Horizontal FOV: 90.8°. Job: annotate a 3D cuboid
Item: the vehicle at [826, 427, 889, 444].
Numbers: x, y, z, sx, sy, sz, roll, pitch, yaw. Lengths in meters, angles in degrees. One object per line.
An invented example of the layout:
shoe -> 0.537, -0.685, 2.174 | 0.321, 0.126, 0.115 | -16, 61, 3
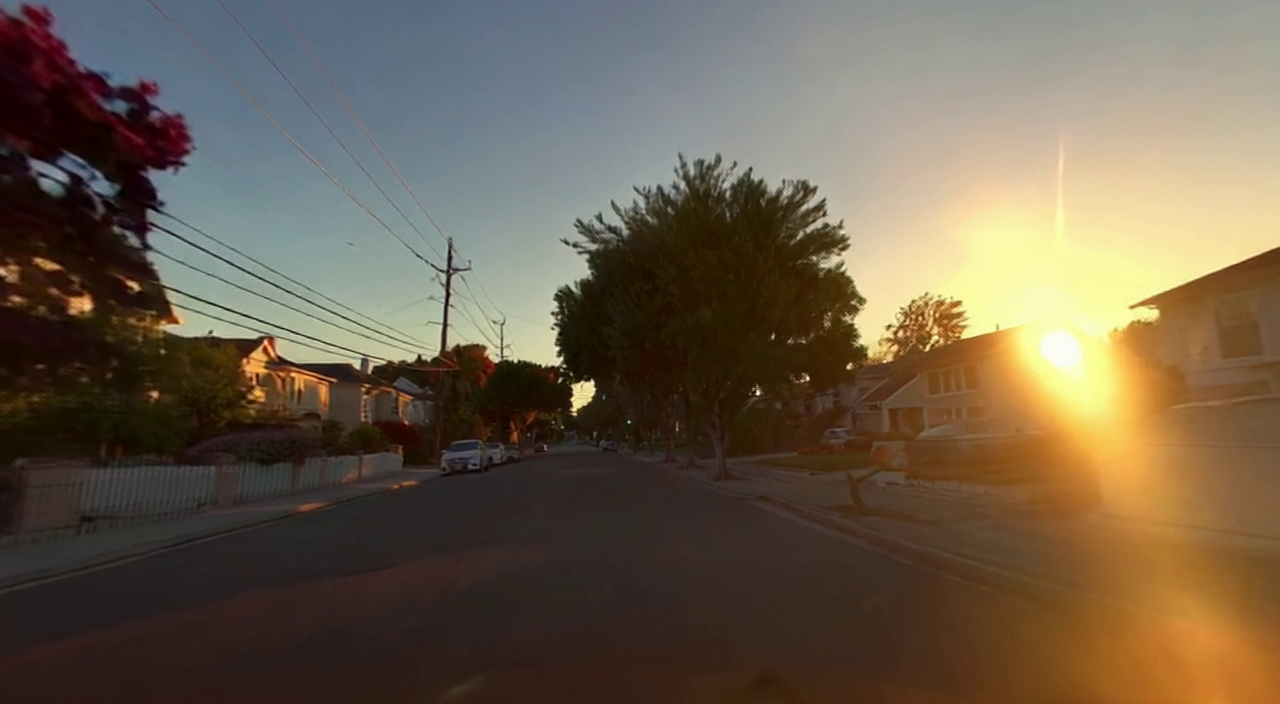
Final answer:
vehicle -> 14.331, 5.527, 41.710 | 3.606, 1.094, 1.420 | 1, -9, -3

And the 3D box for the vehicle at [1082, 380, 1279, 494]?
vehicle -> 10.091, 1.426, 10.199 | 4.293, 1.657, 1.961 | 0, -11, 3

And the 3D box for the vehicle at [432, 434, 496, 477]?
vehicle -> -9.082, 5.402, 33.161 | 2.240, 1.940, 5.429 | -2, -9, -5

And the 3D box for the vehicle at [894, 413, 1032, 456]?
vehicle -> 13.598, 3.514, 26.776 | 4.842, 1.728, 1.875 | 1, -9, -3
